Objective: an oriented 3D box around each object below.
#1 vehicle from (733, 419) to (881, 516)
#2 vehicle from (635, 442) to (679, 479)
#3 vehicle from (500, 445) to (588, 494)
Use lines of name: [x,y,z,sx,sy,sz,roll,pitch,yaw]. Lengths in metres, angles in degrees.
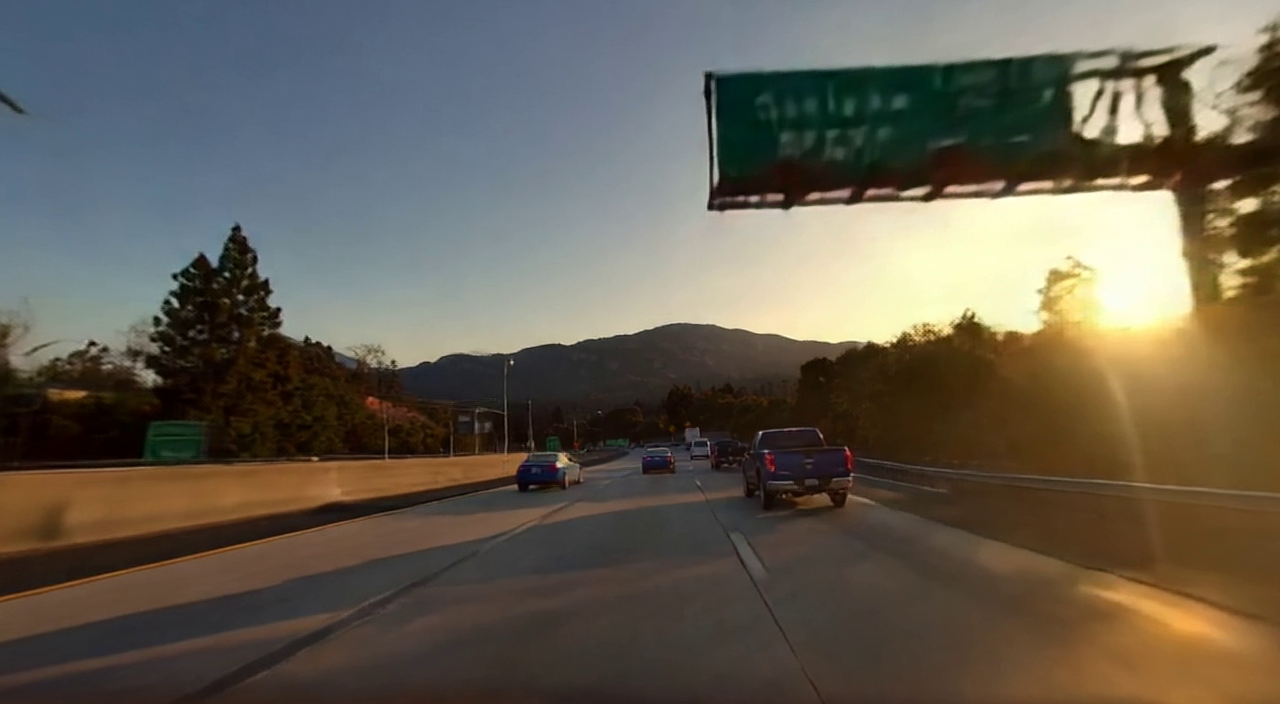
vehicle: [3.624,2.644,14.969,2.229,1.837,5.387,-1,-8,2]
vehicle: [0.877,5.166,30.344,1.959,1.604,4.065,-1,-8,3]
vehicle: [-3.240,4.096,22.411,2.109,1.530,4.646,-1,-8,4]
